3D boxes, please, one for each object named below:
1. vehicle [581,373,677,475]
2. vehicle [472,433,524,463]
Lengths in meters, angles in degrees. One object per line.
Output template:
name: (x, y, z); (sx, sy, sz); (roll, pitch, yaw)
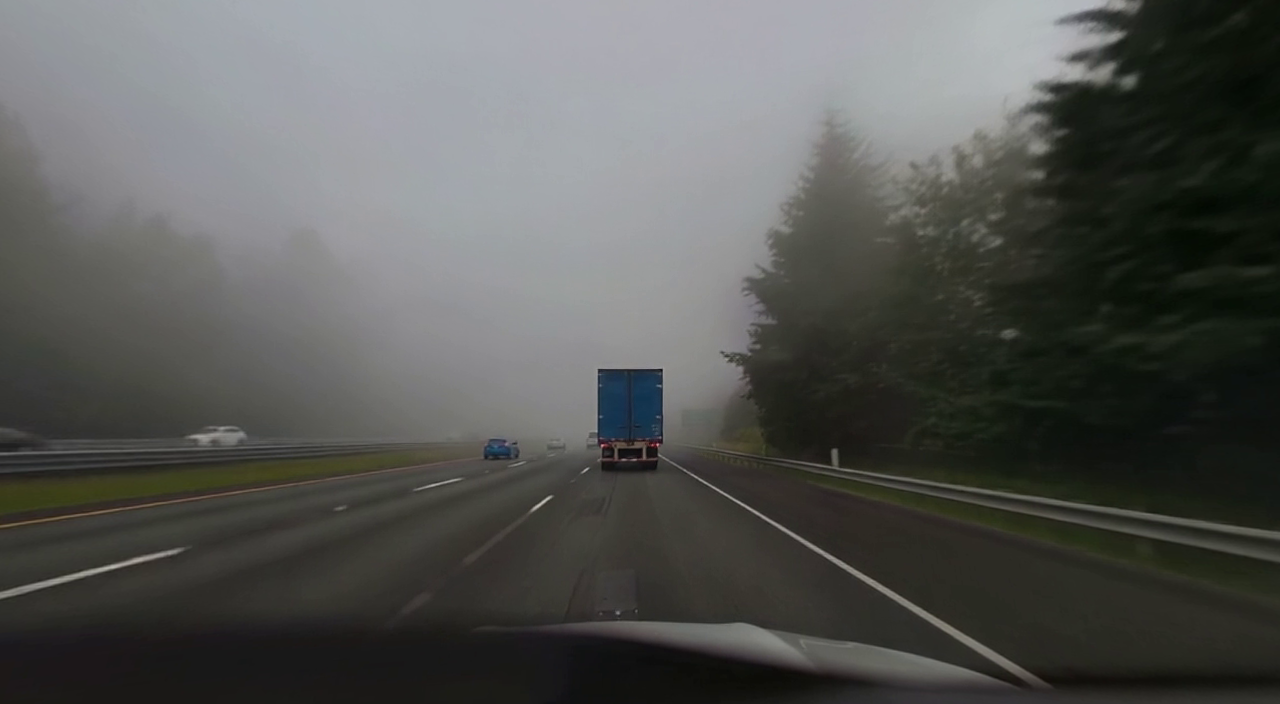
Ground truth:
vehicle: (-0.488, 3.352, 28.325); (3.033, 3.223, 14.836); (4, -8, -1)
vehicle: (-7.300, 4.950, 32.619); (1.856, 1.479, 3.710); (0, -8, 0)
